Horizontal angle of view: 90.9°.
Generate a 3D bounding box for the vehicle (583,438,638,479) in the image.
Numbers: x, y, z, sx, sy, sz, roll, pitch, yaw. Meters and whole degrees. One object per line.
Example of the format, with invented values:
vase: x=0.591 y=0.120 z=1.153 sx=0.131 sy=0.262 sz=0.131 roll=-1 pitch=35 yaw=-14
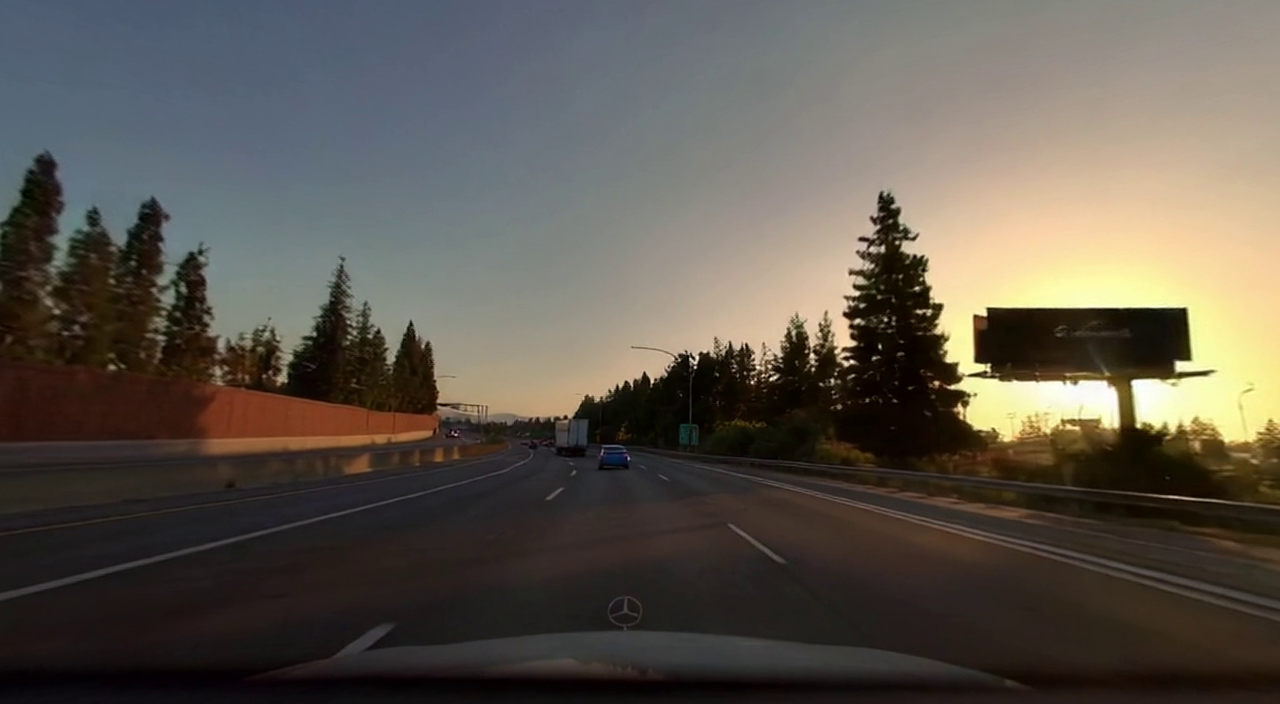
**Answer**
vehicle: x=-1.225 y=4.270 z=25.581 sx=2.042 sy=1.528 sz=4.300 roll=1 pitch=-8 yaw=-4
